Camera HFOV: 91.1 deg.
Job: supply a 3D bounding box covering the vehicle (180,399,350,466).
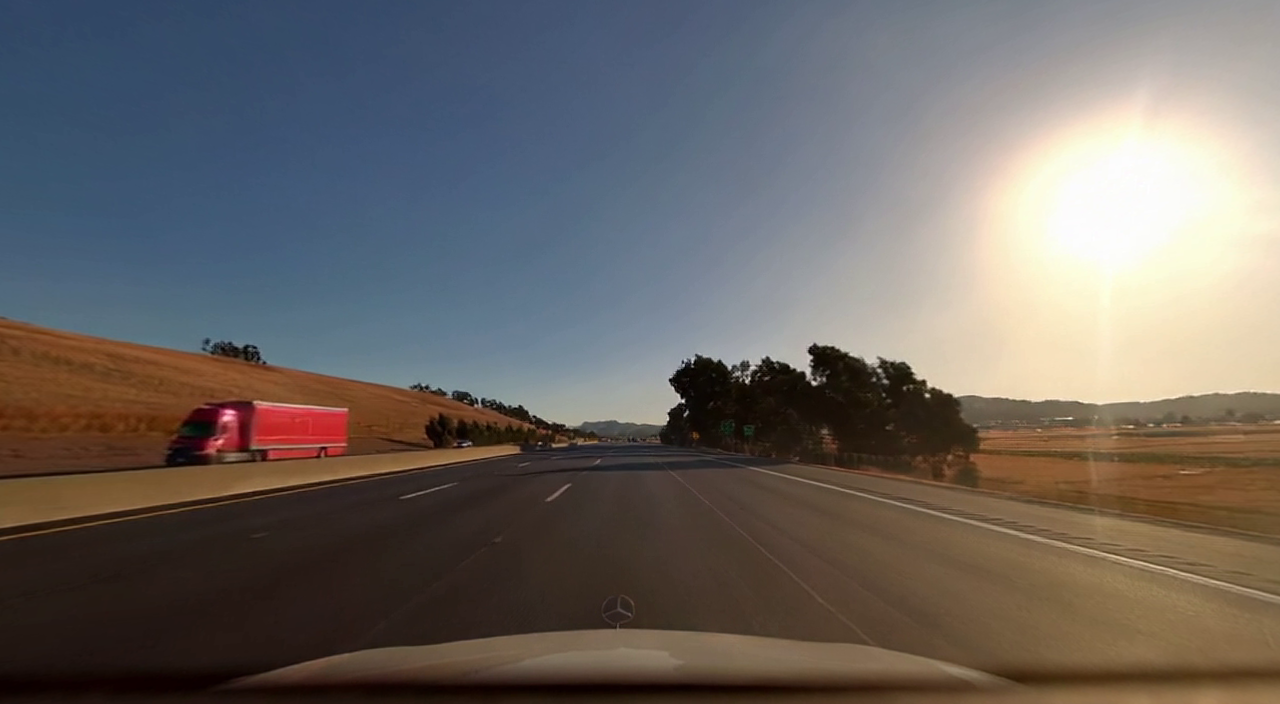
[{"bbox_3d":[-28.007,6.307,48.913,3.237,4.301,16.964,0,-8,-2],"label":"vehicle"}]
